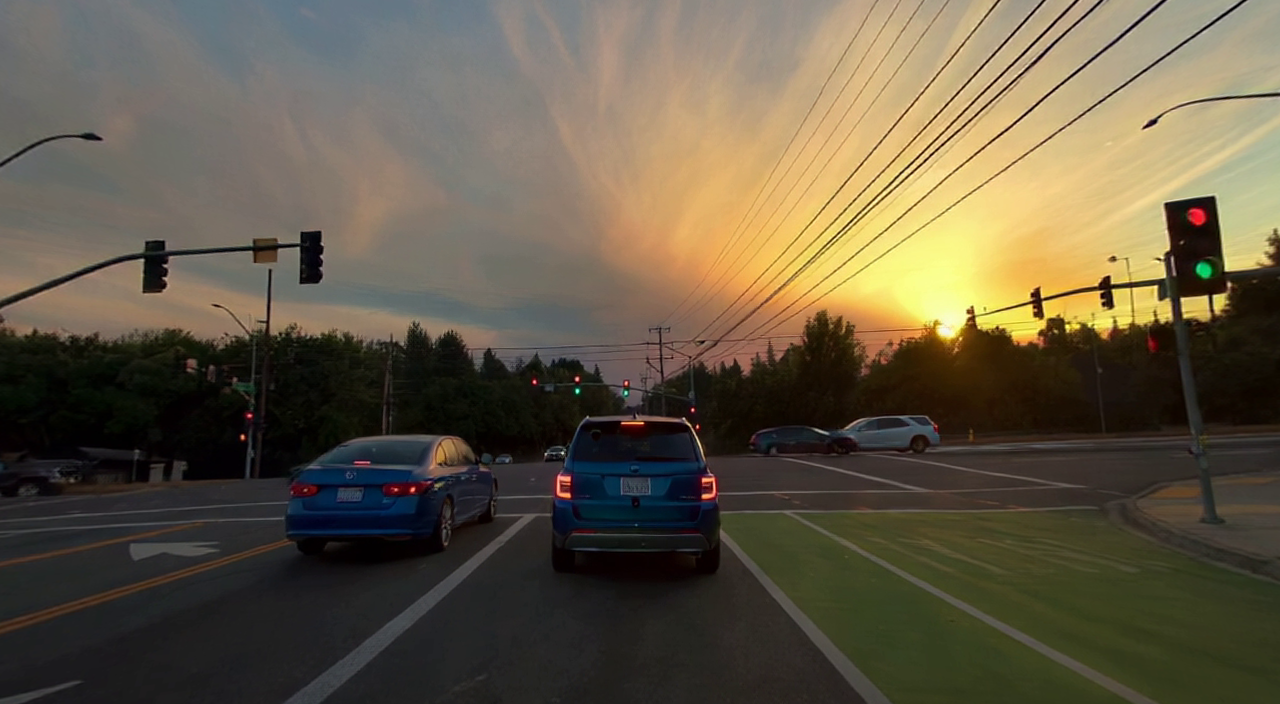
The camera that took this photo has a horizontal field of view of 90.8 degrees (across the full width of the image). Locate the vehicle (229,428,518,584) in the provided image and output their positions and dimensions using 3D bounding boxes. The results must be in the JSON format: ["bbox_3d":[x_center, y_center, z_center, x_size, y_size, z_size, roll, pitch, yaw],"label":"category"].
[{"bbox_3d":[-2.933,1.762,7.995,1.969,1.486,3.702,0,-8,1],"label":"vehicle"}]

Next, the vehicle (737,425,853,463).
[{"bbox_3d":[7.380,4.387,30.123,4.977,1.648,2.088,-4,-9,25],"label":"vehicle"}]

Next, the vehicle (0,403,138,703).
[{"bbox_3d":[-3.353,0.660,0.443,1.928,1.488,4.936,0,-8,0],"label":"vehicle"}]

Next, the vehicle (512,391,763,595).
[{"bbox_3d":[-0.052,1.524,7.614,2.182,1.773,4.041,0,-8,-1],"label":"vehicle"}]

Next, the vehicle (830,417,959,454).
[{"bbox_3d":[13.874,4.601,34.829,6.143,1.944,2.229,-1,-8,5],"label":"vehicle"}]
